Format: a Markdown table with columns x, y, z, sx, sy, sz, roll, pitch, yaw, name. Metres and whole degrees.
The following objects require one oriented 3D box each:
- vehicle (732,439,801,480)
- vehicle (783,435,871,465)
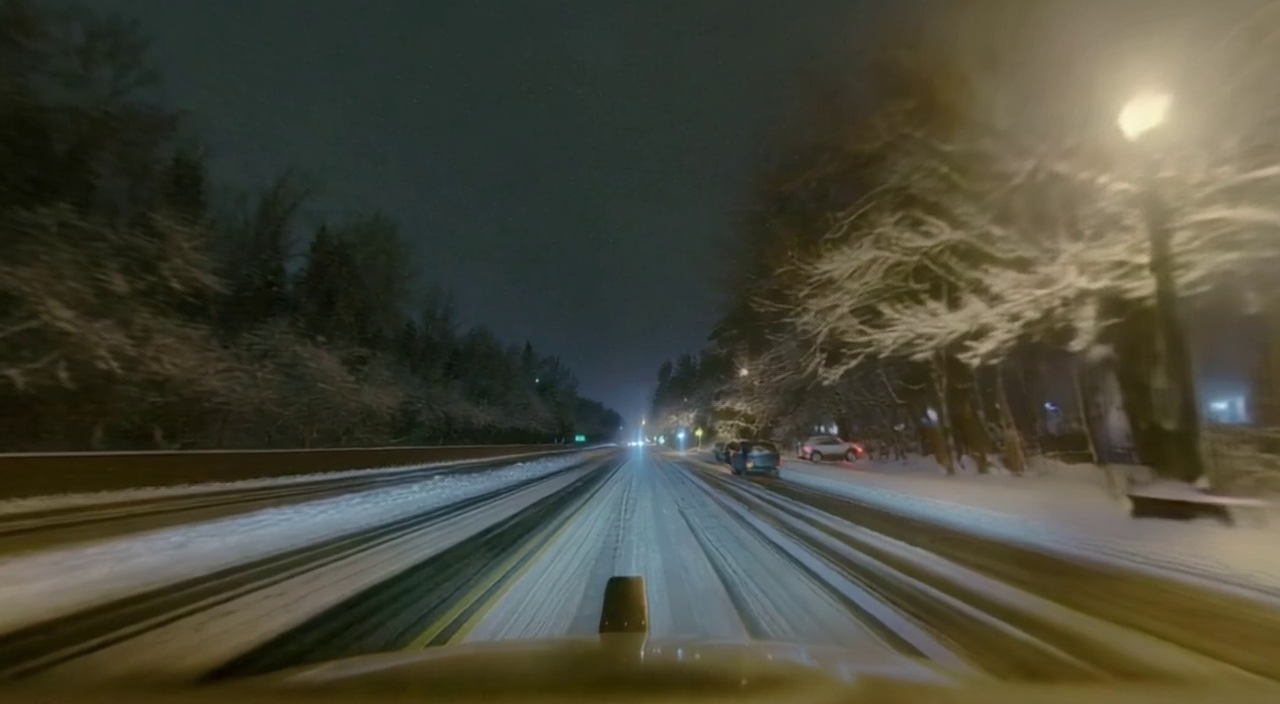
| x | y | z | sx | sy | sz | roll | pitch | yaw | name |
| --- | --- | --- | --- | --- | --- | --- | --- | --- | --- |
| 5.072 | 4.373 | 25.970 | 1.920 | 1.514 | 4.746 | 0 | -8 | 1 | vehicle |
| 11.981 | 6.300 | 40.654 | 4.920 | 1.826 | 2.328 | 1 | -8 | 0 | vehicle |
